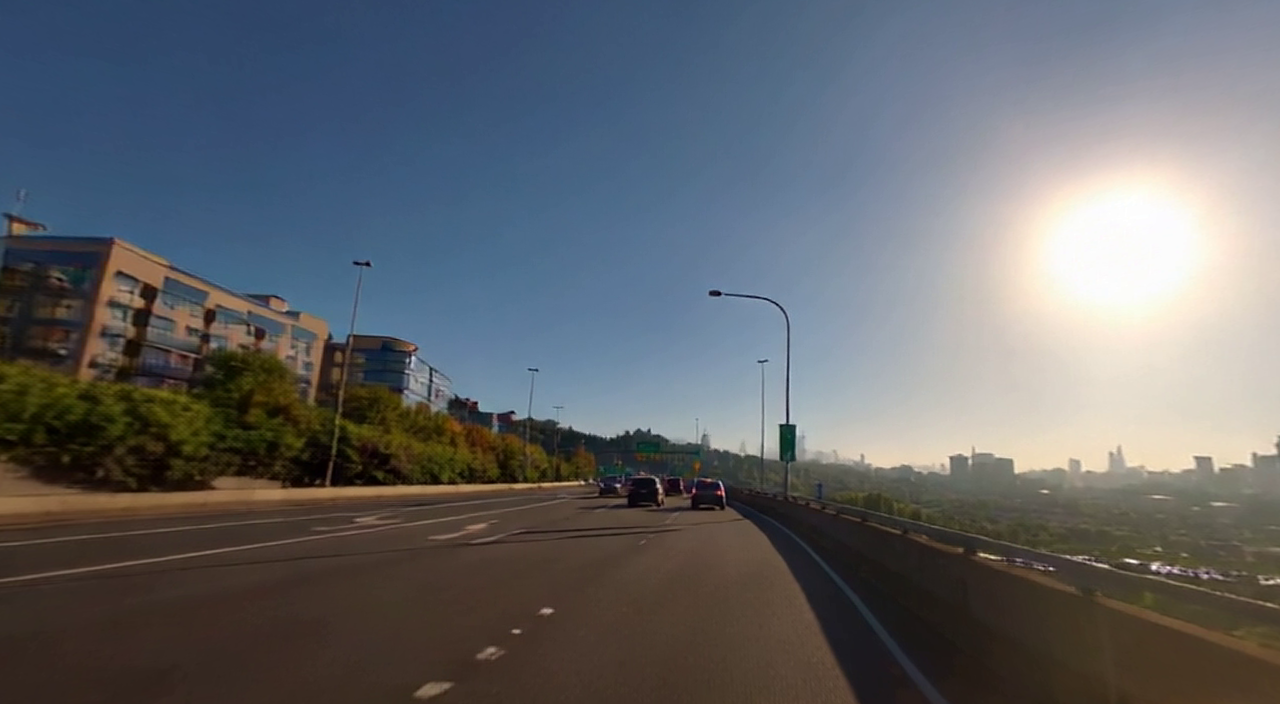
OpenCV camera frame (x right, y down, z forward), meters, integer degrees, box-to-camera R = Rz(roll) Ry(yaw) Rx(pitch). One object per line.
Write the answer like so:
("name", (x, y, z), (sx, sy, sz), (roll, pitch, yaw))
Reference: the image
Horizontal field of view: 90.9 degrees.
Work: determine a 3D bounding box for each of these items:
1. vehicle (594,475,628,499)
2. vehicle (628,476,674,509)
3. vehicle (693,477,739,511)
("vehicle", (-2.003, 9.646, 45.251), (2.016, 1.573, 4.259), (1, -10, 3))
("vehicle", (0.683, 7.267, 32.918), (2.030, 1.441, 4.806), (0, -10, 5))
("vehicle", (3.731, 7.023, 31.486), (2.129, 1.471, 4.258), (0, -10, 5))
